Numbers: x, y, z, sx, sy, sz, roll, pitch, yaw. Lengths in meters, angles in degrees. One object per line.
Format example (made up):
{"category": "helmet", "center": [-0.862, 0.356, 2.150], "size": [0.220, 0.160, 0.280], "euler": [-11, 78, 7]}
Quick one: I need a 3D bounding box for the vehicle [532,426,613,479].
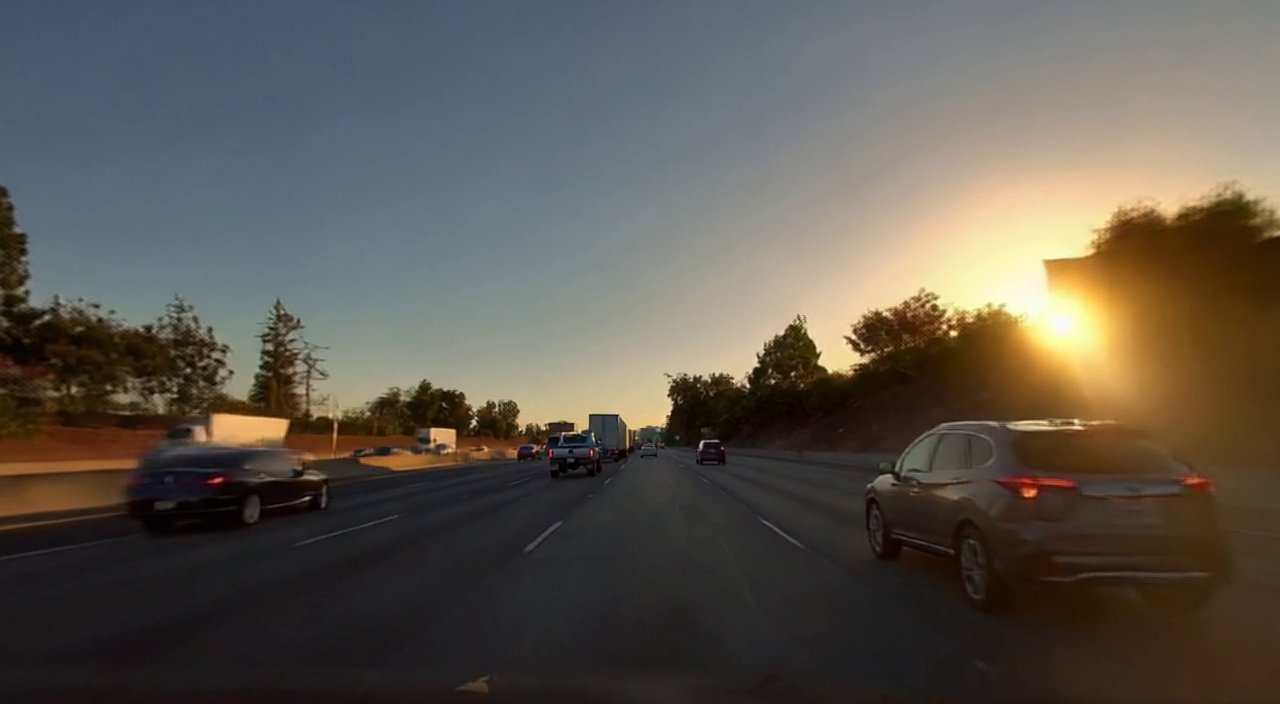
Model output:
{"category": "vehicle", "center": [-2.772, 4.401, 27.792], "size": [2.645, 2.023, 6.491], "euler": [-1, -8, 2]}

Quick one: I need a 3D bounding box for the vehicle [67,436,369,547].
{"category": "vehicle", "center": [-6.716, 2.229, 10.797], "size": [2.235, 1.506, 4.159], "euler": [0, -8, 1]}

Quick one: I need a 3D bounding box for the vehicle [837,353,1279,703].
{"category": "vehicle", "center": [3.180, 1.140, 4.690], "size": [2.028, 1.658, 4.334], "euler": [0, -8, 0]}

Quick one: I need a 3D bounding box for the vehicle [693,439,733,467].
{"category": "vehicle", "center": [4.605, 6.426, 40.384], "size": [2.026, 1.661, 3.865], "euler": [0, -8, -1]}
